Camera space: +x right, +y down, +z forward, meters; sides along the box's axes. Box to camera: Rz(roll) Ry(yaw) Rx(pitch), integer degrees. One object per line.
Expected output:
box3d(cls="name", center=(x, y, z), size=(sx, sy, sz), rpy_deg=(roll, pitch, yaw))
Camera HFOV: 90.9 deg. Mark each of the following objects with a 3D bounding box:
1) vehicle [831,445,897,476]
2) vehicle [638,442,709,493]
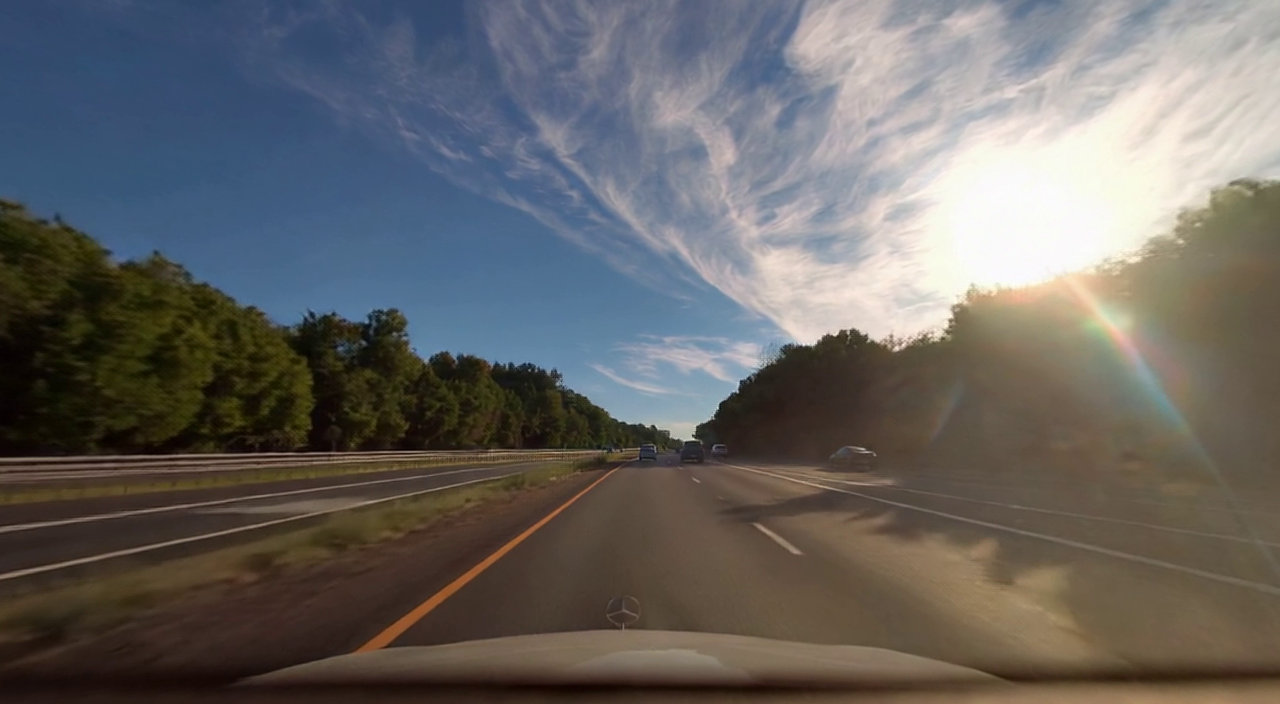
box3d(cls="vehicle", center=(11.653, 5.647, 33.015), size=(1.926, 1.483, 3.528), rpy_deg=(0, -9, -4))
box3d(cls="vehicle", center=(0.972, 3.699, 20.537), size=(2.053, 1.483, 4.185), rpy_deg=(0, -9, 0))
